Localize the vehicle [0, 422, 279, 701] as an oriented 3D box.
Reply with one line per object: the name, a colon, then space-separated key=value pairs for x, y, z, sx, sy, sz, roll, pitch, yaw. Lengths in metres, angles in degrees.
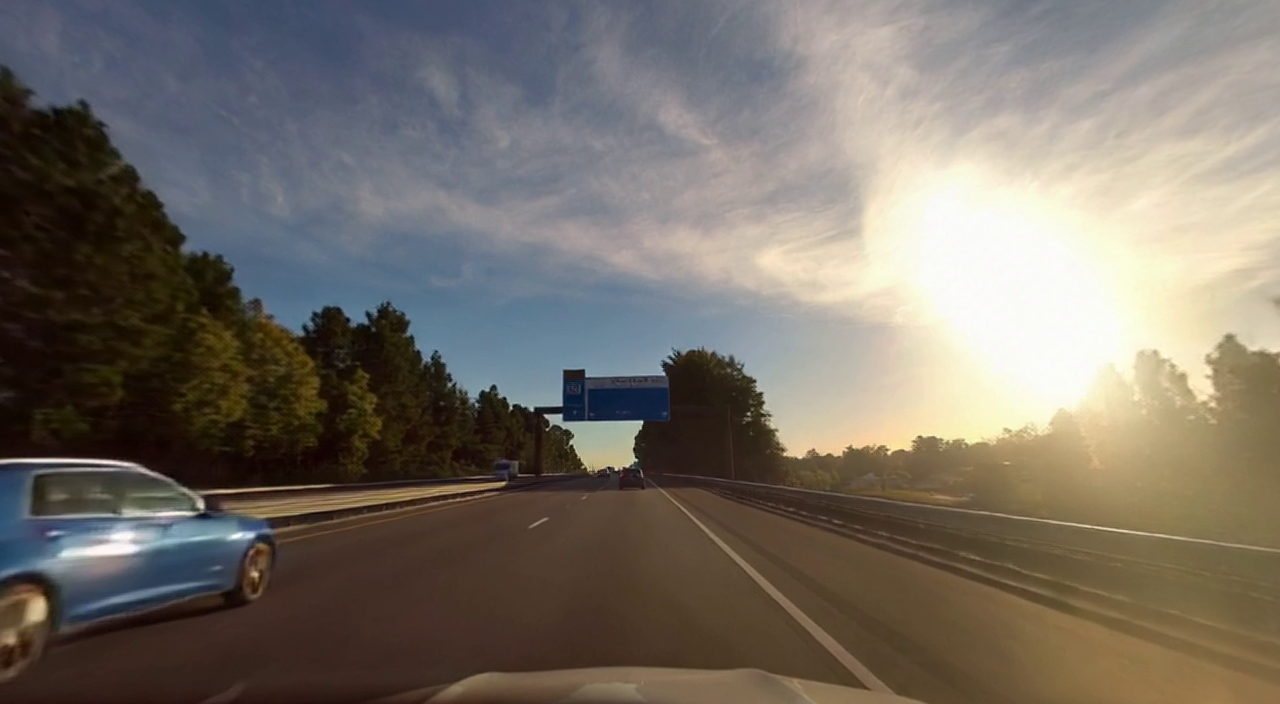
vehicle: x=-4.436 y=1.170 z=3.689 sx=2.003 sy=1.479 sz=4.363 roll=1 pitch=-11 yaw=0

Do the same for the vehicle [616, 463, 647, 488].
vehicle: x=-0.617 y=8.869 z=45.245 sx=2.107 sy=1.668 sz=4.554 roll=1 pitch=-11 yaw=0
